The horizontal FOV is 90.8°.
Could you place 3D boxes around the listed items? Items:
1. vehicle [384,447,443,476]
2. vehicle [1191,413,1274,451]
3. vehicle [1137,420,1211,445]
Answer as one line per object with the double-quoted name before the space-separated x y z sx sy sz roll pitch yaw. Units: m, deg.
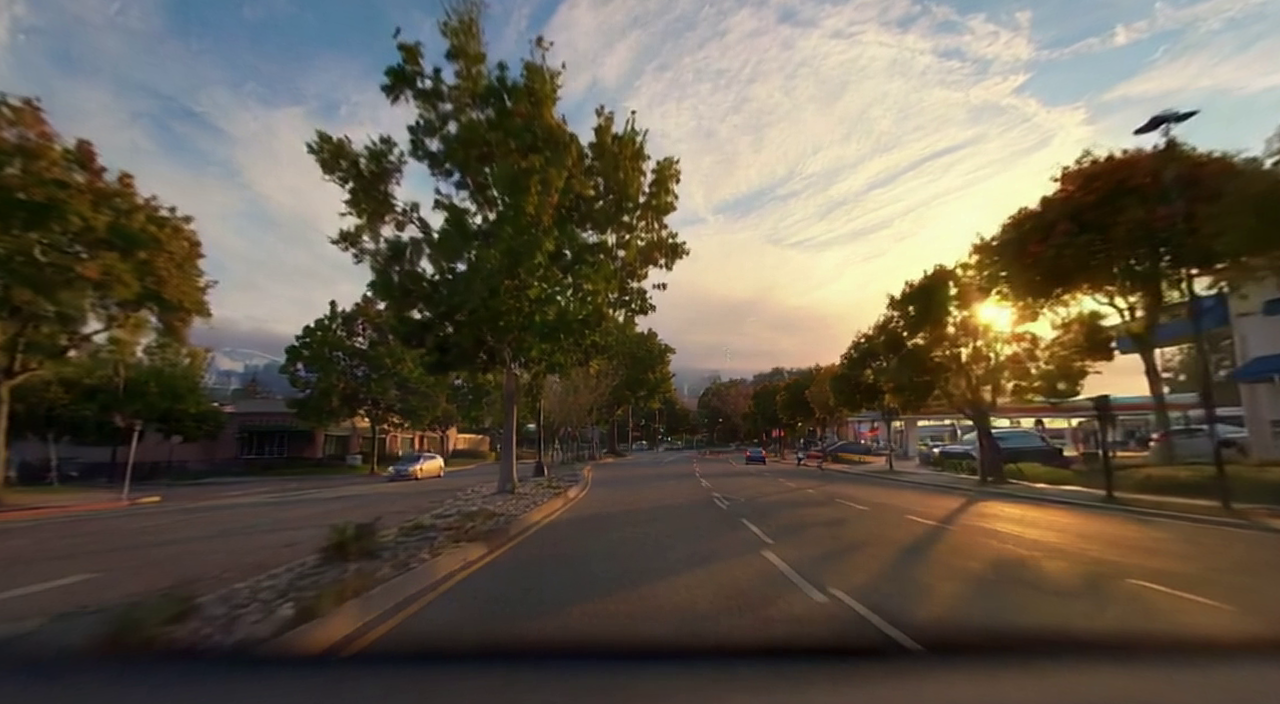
"vehicle" -15.877 7.709 44.655 2.191 1.879 4.675 -1 -8 3
"vehicle" 30.884 4.174 32.929 3.449 1.428 1.548 -5 -9 -20
"vehicle" 30.400 4.583 35.995 3.303 1.375 1.483 2 -6 -13
